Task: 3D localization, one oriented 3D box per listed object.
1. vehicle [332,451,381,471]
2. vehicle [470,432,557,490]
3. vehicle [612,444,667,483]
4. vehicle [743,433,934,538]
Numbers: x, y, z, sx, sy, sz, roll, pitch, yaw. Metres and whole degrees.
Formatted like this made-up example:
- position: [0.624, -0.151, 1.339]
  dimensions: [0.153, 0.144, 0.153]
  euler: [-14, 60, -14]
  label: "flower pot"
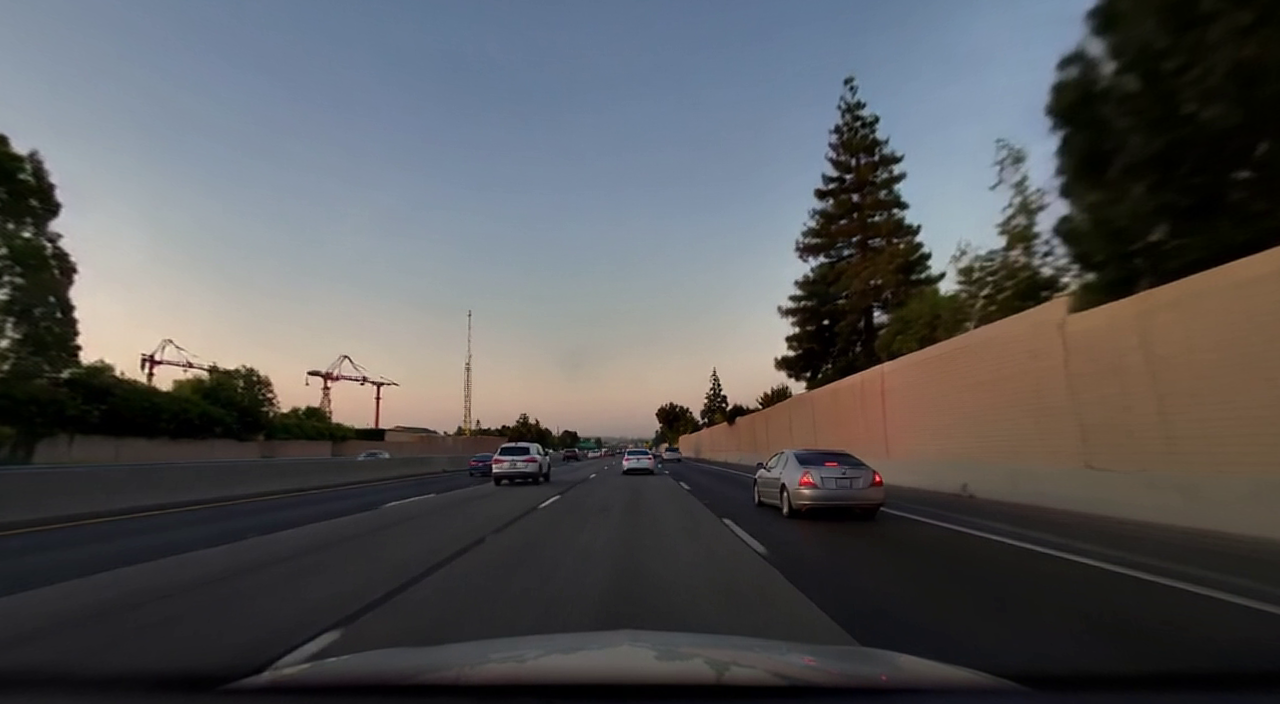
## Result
- position: [-22.202, 8.539, 49.619]
  dimensions: [1.731, 1.441, 4.380]
  euler: [-1, -8, 1]
  label: "vehicle"
- position: [-4.259, 3.740, 22.026]
  dimensions: [2.121, 1.775, 4.335]
  euler: [0, -8, 0]
  label: "vehicle"
- position: [-0.052, 4.476, 25.708]
  dimensions: [2.045, 1.452, 4.040]
  euler: [0, -8, -1]
  label: "vehicle"
- position: [3.285, 2.281, 11.550]
  dimensions: [1.917, 1.507, 4.540]
  euler: [0, -8, -1]
  label: "vehicle"
